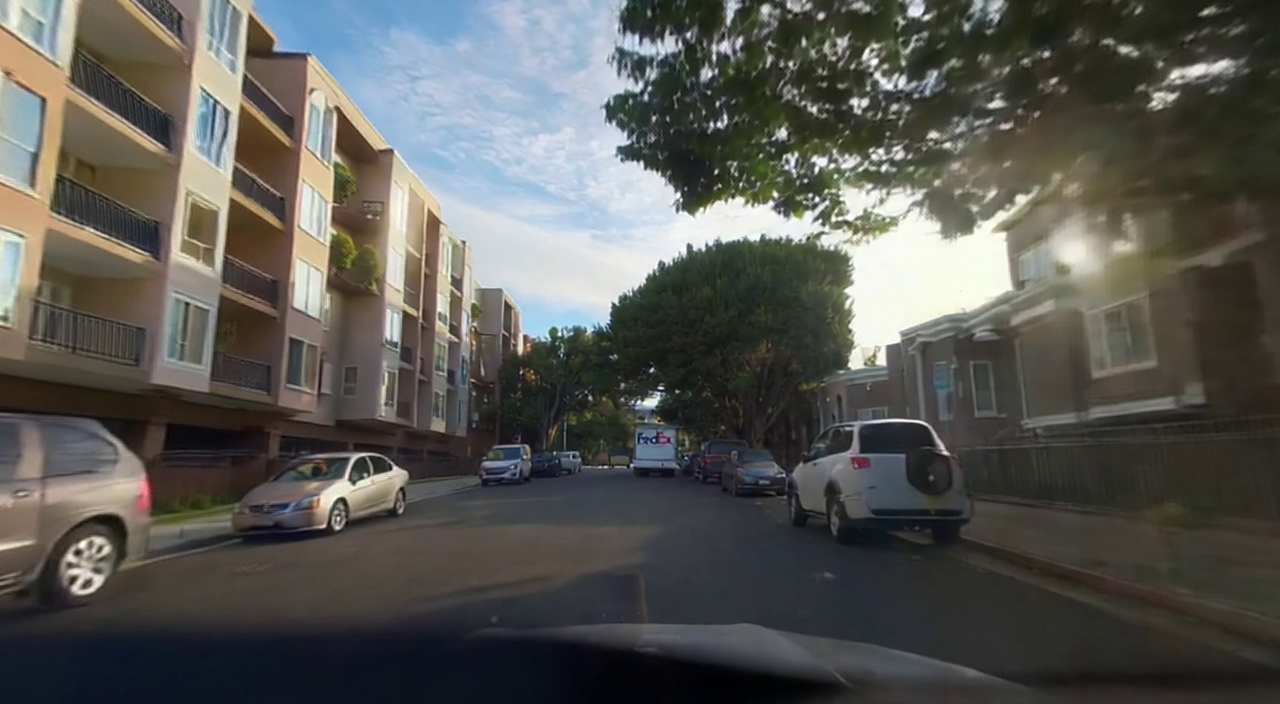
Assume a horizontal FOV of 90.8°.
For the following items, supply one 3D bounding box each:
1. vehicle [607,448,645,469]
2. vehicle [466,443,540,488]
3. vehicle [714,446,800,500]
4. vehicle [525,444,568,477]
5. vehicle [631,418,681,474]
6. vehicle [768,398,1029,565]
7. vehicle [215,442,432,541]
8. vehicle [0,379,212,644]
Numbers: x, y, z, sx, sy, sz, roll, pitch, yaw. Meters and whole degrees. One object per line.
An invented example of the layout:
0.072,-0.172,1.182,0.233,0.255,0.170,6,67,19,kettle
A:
-1.029,8.299,49.332,1.981,1.500,3.992,-2,-9,14,vehicle
-5.722,4.775,26.974,2.089,1.757,4.256,0,-8,2,vehicle
3.547,3.718,19.922,1.877,1.500,4.407,0,-8,0,vehicle
-5.580,6.503,38.191,2.020,1.867,4.654,0,-8,-1,vehicle
0.898,6.189,41.671,2.930,3.275,8.180,0,-8,-1,vehicle
3.616,1.887,9.887,2.099,2.018,4.087,0,-8,-4,vehicle
-5.756,2.547,12.245,1.888,1.546,4.306,0,-8,1,vehicle
-5.672,1.133,4.430,2.098,1.894,4.616,0,-8,-1,vehicle
